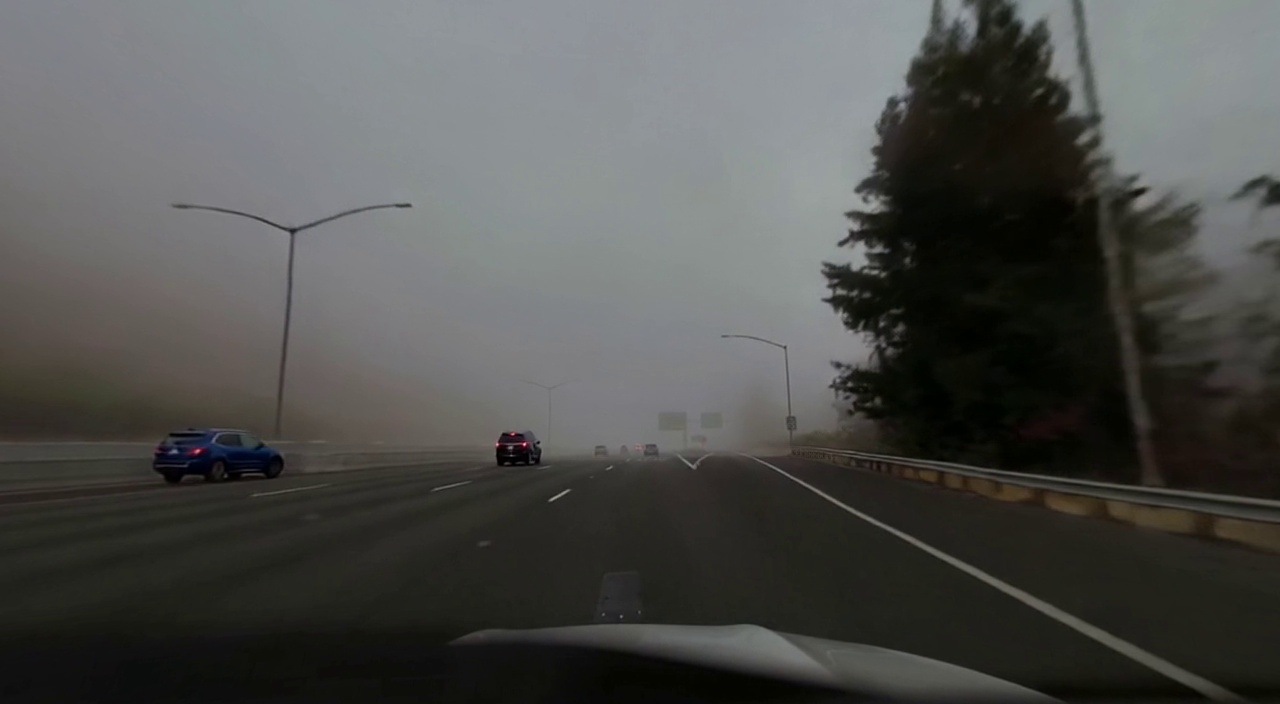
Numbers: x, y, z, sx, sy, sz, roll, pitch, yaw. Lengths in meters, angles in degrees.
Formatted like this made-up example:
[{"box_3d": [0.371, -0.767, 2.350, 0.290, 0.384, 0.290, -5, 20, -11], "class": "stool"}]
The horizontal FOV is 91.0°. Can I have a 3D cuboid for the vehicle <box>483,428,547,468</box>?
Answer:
[{"box_3d": [-6.513, 5.089, 33.436, 2.219, 1.947, 4.924, 0, -9, 2], "class": "vehicle"}]

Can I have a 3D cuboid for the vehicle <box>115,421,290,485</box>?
[{"box_3d": [-13.903, 3.263, 20.526, 2.079, 1.822, 4.893, 0, -9, 1], "class": "vehicle"}]
